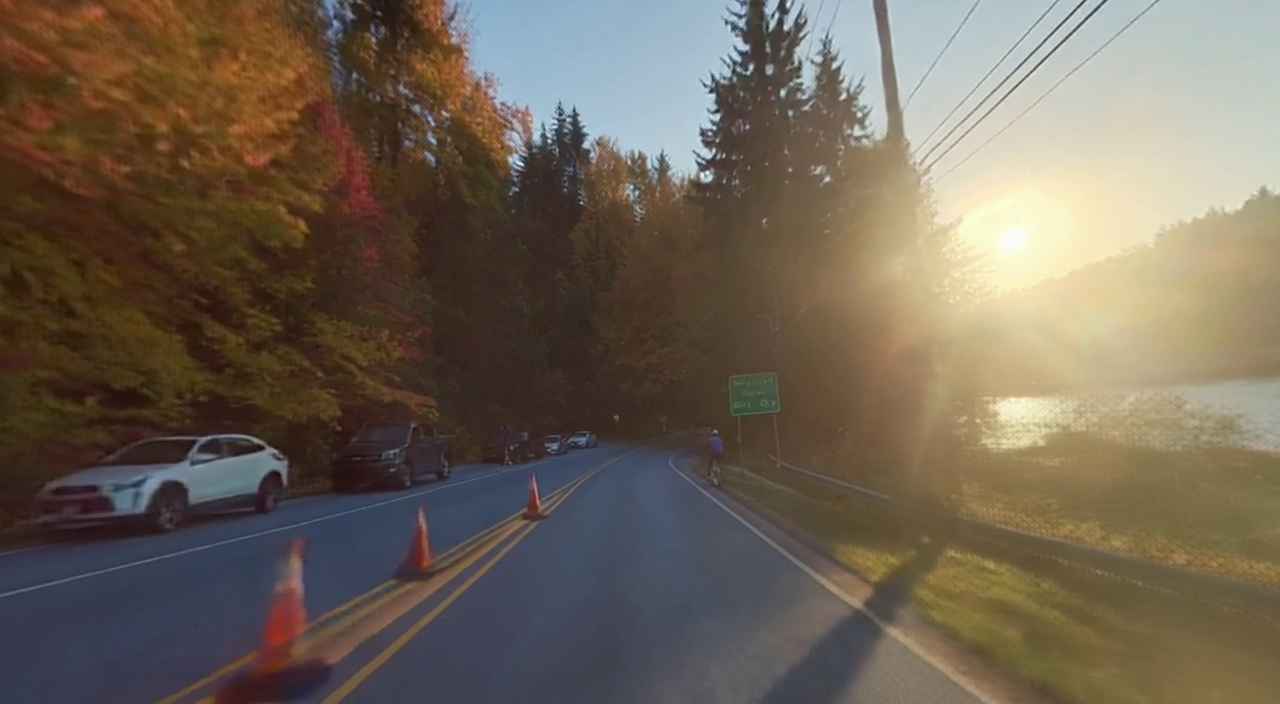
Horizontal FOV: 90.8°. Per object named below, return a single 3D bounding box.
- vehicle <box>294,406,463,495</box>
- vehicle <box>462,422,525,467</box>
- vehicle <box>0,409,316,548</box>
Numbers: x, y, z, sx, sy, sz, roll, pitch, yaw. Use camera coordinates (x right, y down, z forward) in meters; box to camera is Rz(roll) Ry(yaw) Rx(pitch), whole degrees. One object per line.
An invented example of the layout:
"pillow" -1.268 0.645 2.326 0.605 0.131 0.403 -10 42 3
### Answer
"vehicle" -7.265 2.864 18.471 2.312 2.075 5.748 -3 -9 2
"vehicle" -7.301 4.698 31.982 1.955 1.908 4.680 -5 -9 0
"vehicle" -7.709 1.978 10.649 1.991 1.759 4.443 -3 -8 3
